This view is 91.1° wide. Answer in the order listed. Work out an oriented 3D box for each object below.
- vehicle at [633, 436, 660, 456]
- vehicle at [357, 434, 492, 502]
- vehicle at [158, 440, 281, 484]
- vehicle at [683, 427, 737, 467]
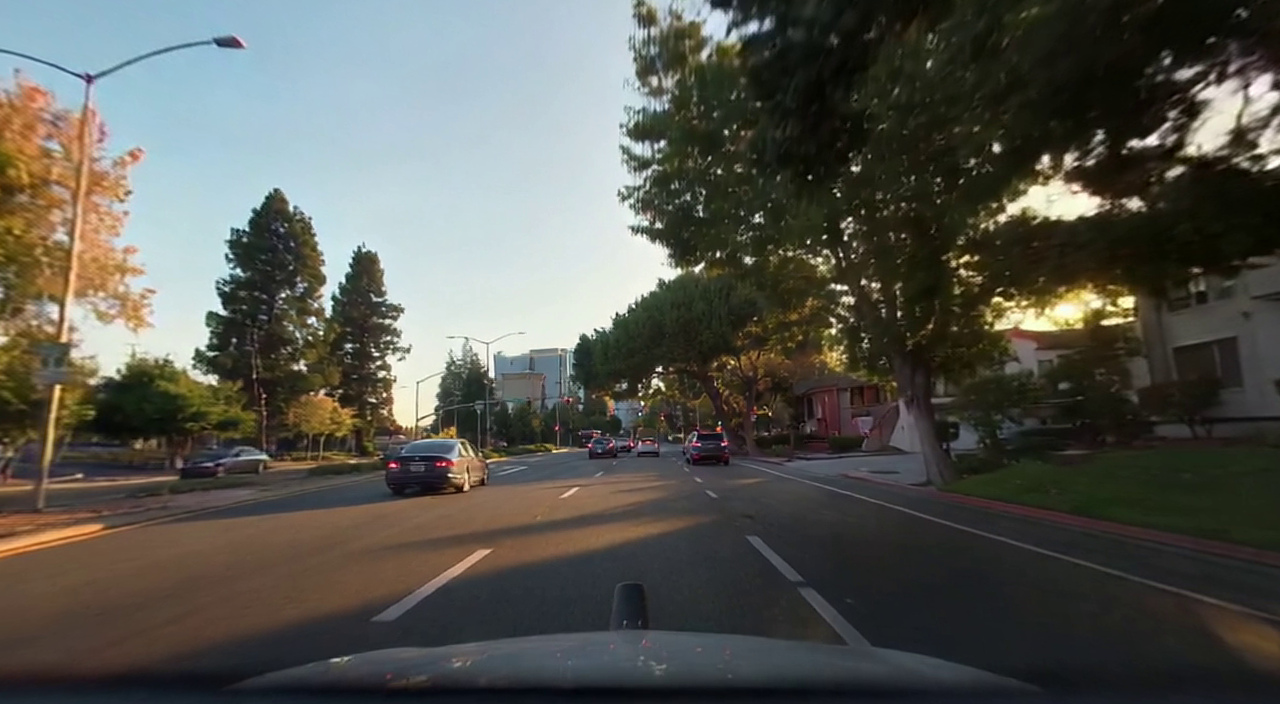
[{"bbox_3d":[0.483,7.208,48.013,2.021,1.461,3.862,0,-8,0],"label":"vehicle"},{"bbox_3d":[-5.250,2.875,16.057,1.926,1.465,4.620,1,-8,-2],"label":"vehicle"},{"bbox_3d":[-17.714,4.616,26.775,2.085,1.700,4.498,0,-8,0],"label":"vehicle"},{"bbox_3d":[3.484,4.854,32.175,2.141,1.833,4.704,0,-8,-1],"label":"vehicle"}]
